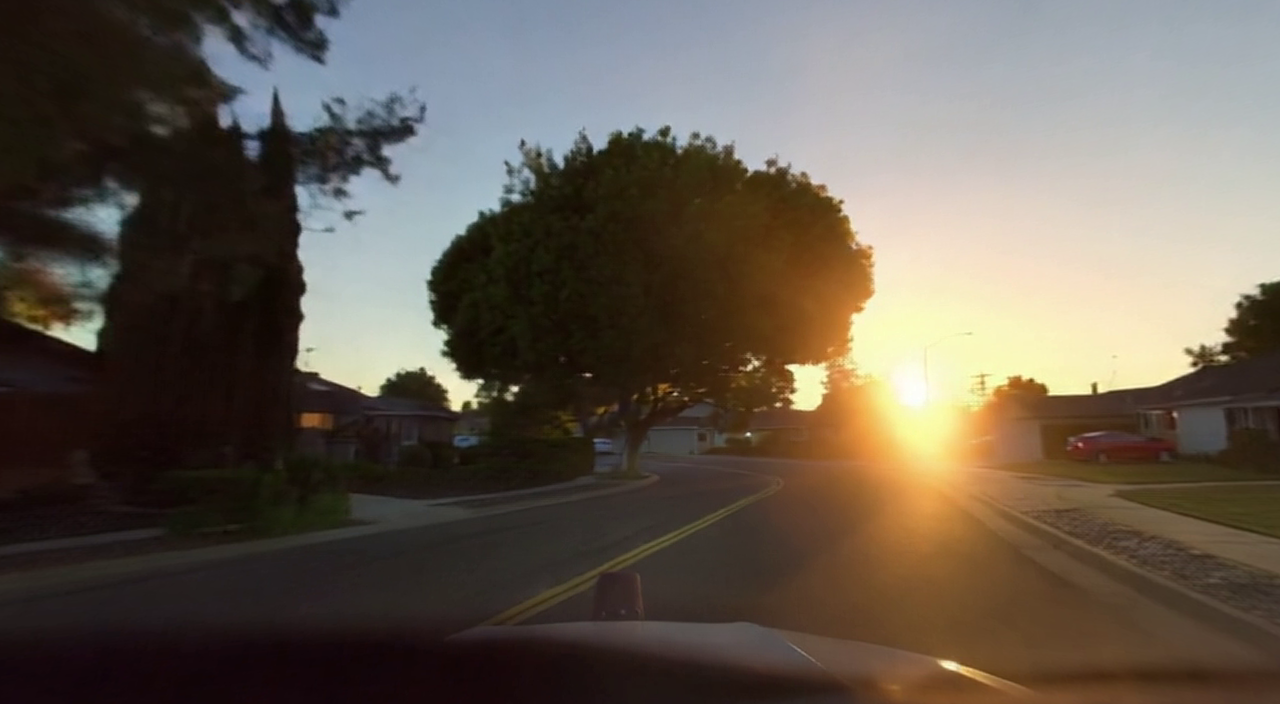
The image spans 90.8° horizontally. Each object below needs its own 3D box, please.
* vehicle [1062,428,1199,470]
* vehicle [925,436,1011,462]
[{"bbox_3d":[22.045,4.416,28.606,4.327,1.573,1.967,-7,-11,19],"label":"vehicle"},{"bbox_3d":[22.640,6.689,43.678,4.799,1.451,2.144,-1,-8,-11],"label":"vehicle"}]
